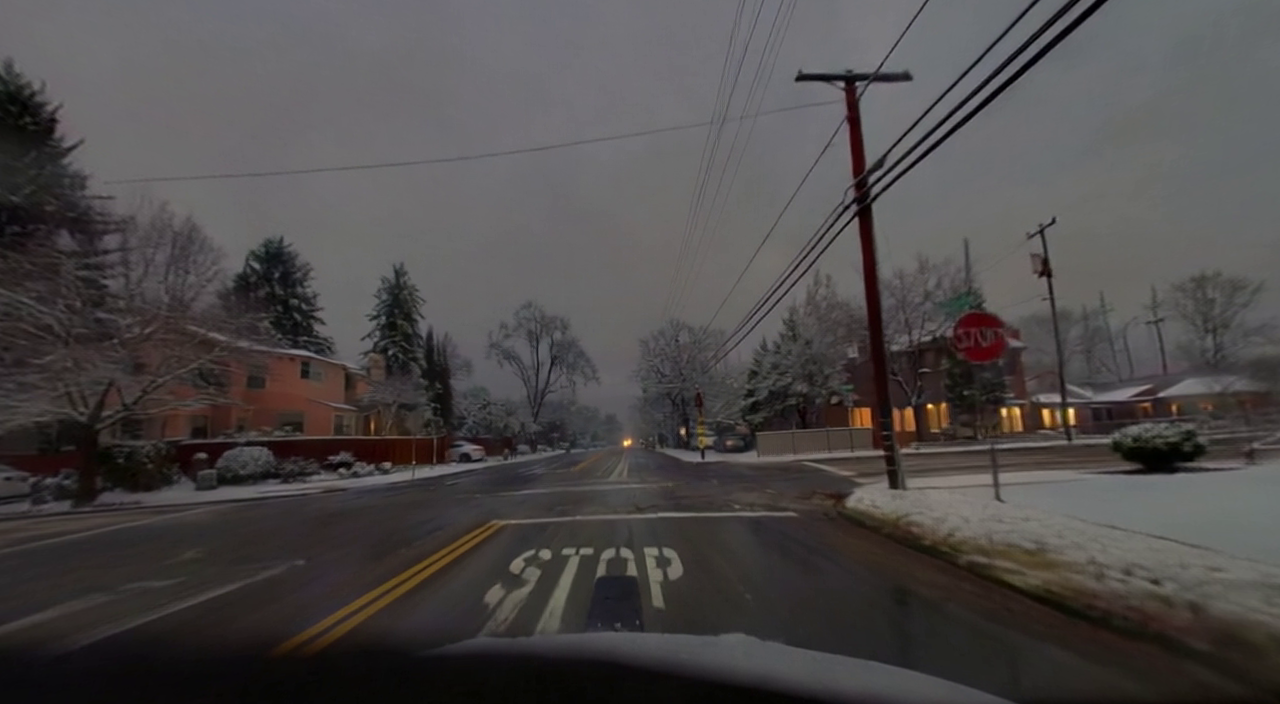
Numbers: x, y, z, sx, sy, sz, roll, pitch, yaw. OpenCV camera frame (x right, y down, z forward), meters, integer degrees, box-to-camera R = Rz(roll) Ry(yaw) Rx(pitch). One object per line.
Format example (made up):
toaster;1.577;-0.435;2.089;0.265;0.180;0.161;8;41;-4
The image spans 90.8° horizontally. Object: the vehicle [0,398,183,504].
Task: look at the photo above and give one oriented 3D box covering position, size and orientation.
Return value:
vehicle;-20.076;3.830;23.457;2.842;3.181;8.576;6;-12;-22
